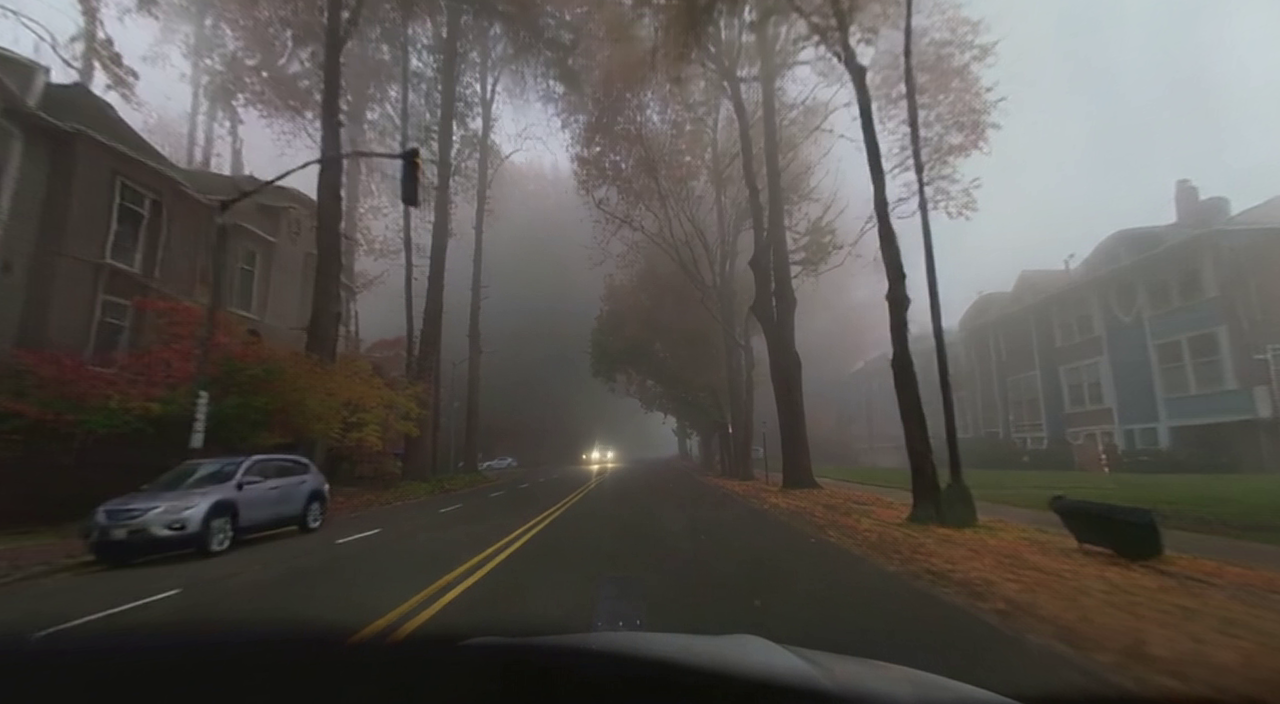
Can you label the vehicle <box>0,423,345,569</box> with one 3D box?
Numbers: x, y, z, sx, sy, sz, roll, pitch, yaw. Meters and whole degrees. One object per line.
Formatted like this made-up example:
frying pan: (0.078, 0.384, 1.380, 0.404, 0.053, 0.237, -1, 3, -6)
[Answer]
vehicle: (-7.292, 2.311, 10.737, 2.129, 1.730, 5.544, -2, -10, -3)
